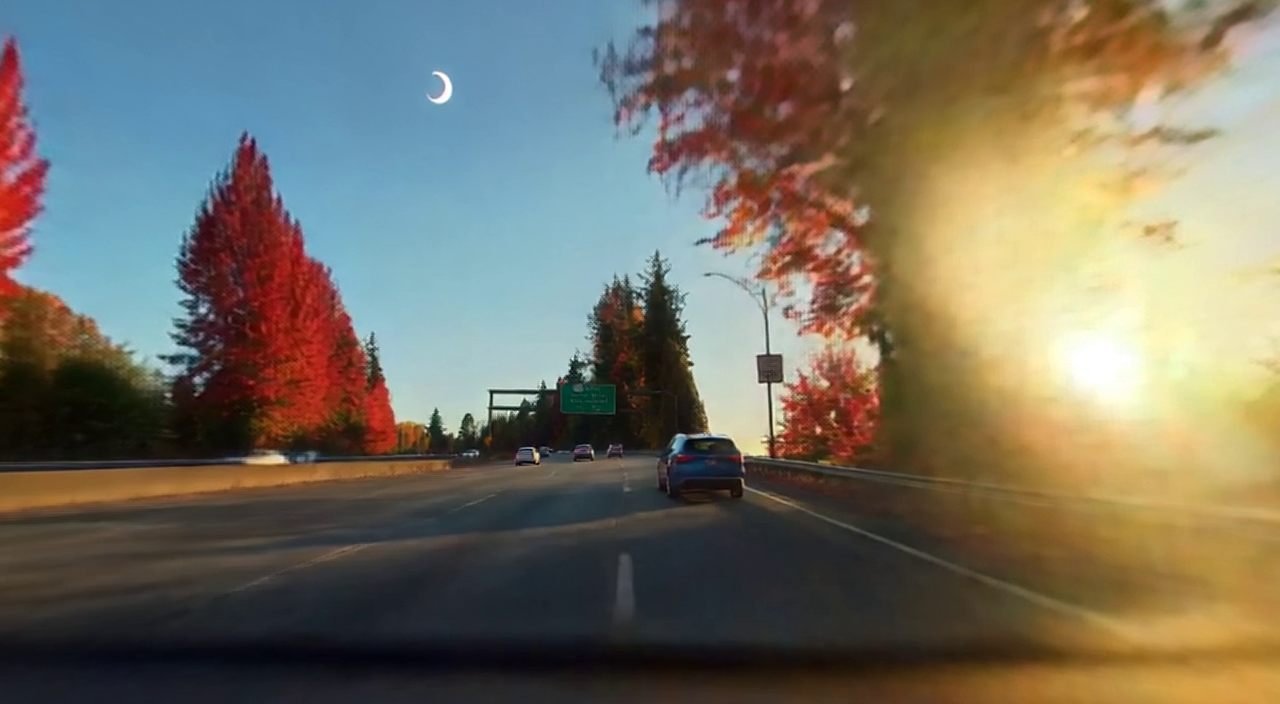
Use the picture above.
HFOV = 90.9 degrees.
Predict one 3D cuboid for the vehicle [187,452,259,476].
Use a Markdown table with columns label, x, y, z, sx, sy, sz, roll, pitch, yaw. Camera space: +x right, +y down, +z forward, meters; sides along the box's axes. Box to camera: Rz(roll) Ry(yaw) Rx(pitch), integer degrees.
| label | x | y | z | sx | sy | sz | roll | pitch | yaw |
| --- | --- | --- | --- | --- | --- | --- | --- | --- | --- |
| vehicle | -27.466 | 7.358 | 41.668 | 1.772 | 1.455 | 4.383 | 0 | -8 | -1 |

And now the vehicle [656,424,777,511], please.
| label | x | y | z | sx | sy | sz | roll | pitch | yaw |
| --- | --- | --- | --- | --- | --- | --- | --- | --- | --- |
| vehicle | 1.581 | 2.614 | 14.724 | 2.120 | 1.706 | 4.226 | 1 | -8 | -2 |
